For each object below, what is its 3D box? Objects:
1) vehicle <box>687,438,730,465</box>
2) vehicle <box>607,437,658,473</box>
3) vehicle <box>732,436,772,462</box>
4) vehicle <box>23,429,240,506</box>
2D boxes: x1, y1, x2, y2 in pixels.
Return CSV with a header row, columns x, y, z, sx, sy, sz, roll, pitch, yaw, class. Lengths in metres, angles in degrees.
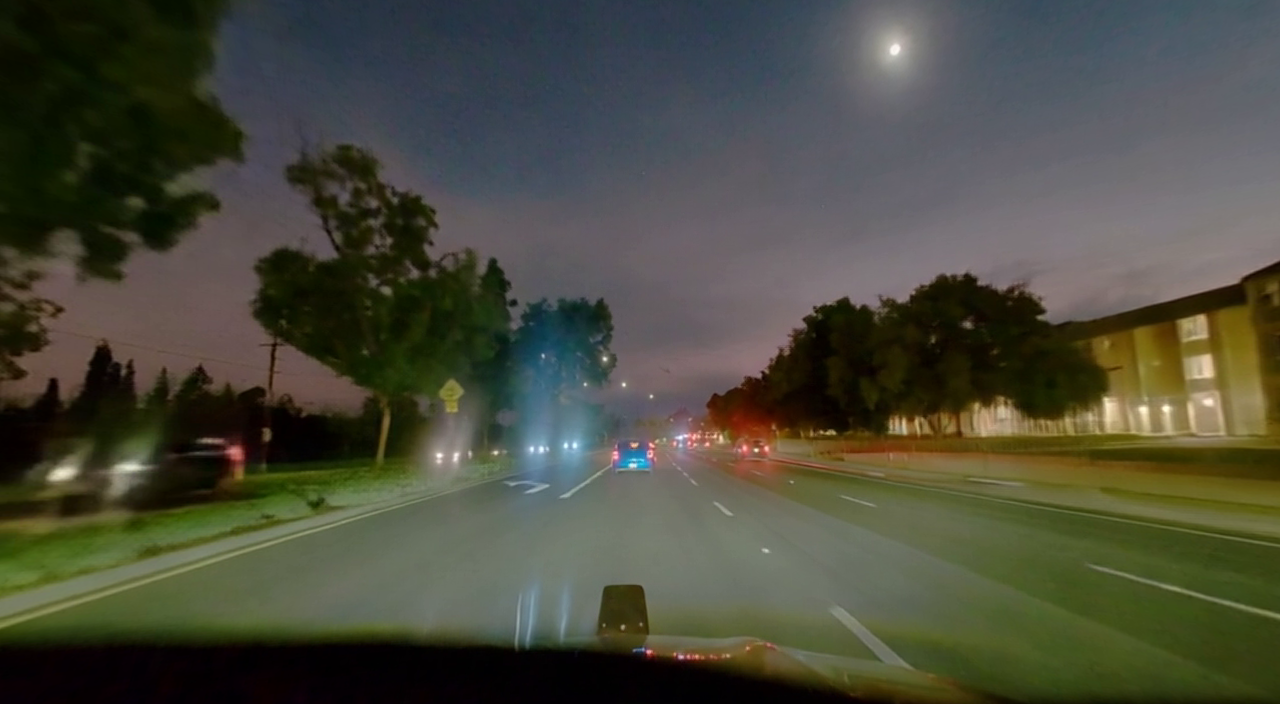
x,y,z,sx,sy,sz,roll,pitch,yaw,class
4.029,5.926,37.826,2.067,1.514,4.188,0,-8,-1,vehicle
-0.289,4.579,28.241,2.102,1.481,3.907,0,-8,1,vehicle
7.748,6.748,43.868,1.972,1.700,4.269,0,-8,0,vehicle
-14.144,3.212,18.038,2.156,1.889,4.750,0,-8,1,vehicle
